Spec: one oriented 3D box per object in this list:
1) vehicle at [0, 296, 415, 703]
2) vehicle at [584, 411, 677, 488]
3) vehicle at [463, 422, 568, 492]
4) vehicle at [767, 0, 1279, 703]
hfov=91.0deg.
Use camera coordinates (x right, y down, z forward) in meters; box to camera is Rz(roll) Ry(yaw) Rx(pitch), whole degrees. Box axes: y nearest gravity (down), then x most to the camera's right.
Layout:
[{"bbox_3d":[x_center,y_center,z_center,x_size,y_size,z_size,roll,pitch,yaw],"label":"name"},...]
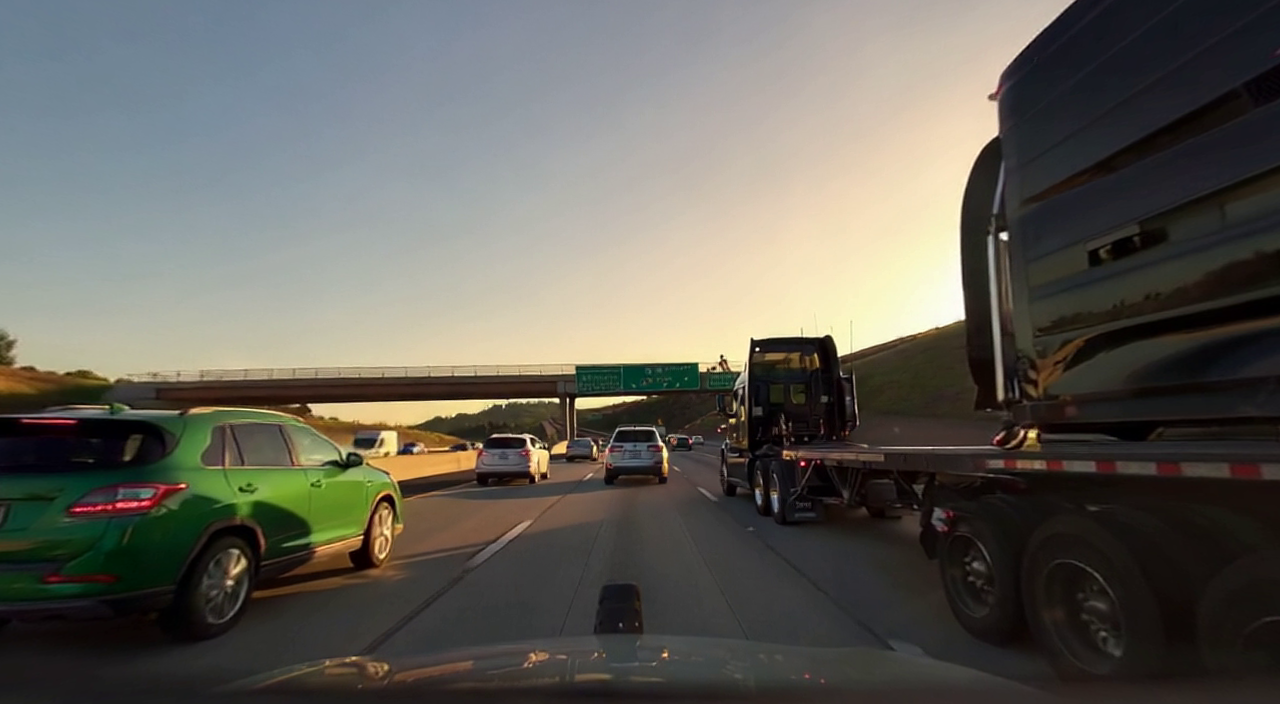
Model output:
[{"bbox_3d":[-3.394,0.958,3.893,2.193,1.803,4.958,0,-8,-1],"label":"vehicle"},{"bbox_3d":[-0.327,3.274,21.340,2.704,2.216,5.804,0,-8,-1],"label":"vehicle"},{"bbox_3d":[-3.523,3.109,18.872,2.120,1.812,4.659,0,-8,1],"label":"vehicle"},{"bbox_3d":[3.635,-0.331,2.744,2.852,4.121,16.210,0,-8,0],"label":"vehicle"}]
